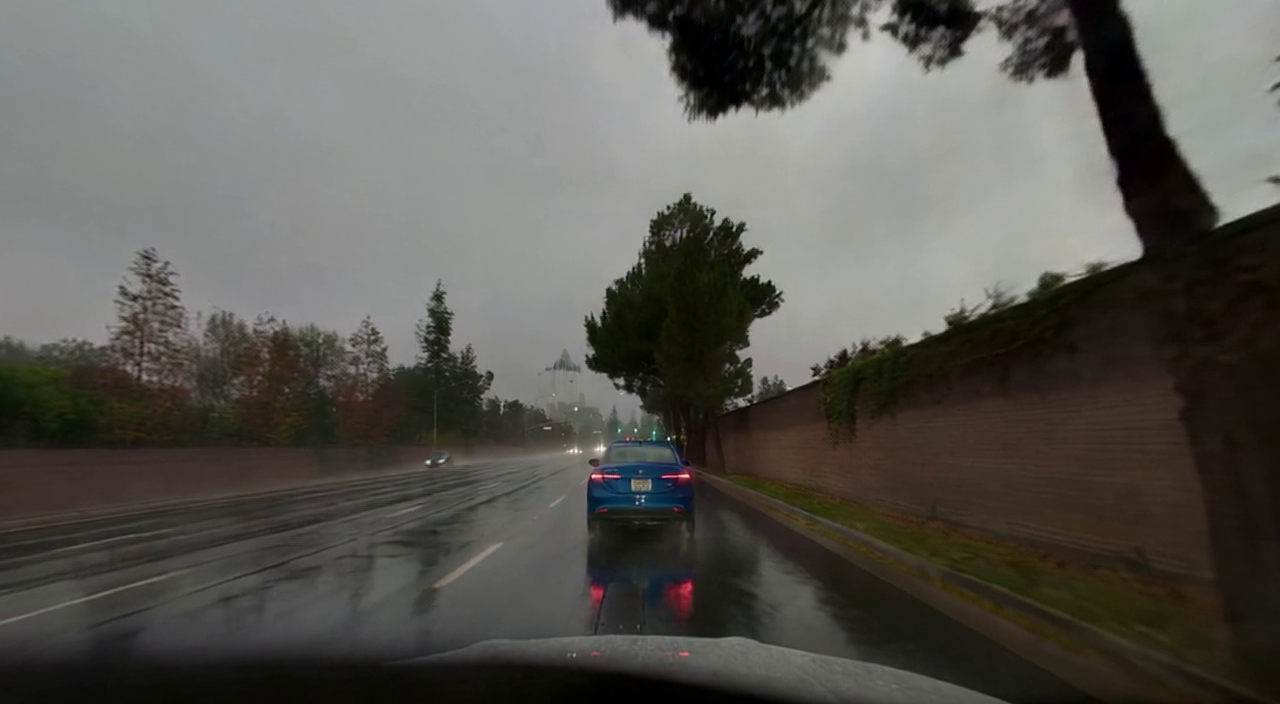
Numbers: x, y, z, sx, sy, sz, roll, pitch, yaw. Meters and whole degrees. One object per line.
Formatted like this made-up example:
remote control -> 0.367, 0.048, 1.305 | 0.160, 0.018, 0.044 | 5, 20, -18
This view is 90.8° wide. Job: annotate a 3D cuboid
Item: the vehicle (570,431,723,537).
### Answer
vehicle -> 0.067, 2.230, 11.330 | 2.205, 1.509, 4.272 | 0, -8, -1
